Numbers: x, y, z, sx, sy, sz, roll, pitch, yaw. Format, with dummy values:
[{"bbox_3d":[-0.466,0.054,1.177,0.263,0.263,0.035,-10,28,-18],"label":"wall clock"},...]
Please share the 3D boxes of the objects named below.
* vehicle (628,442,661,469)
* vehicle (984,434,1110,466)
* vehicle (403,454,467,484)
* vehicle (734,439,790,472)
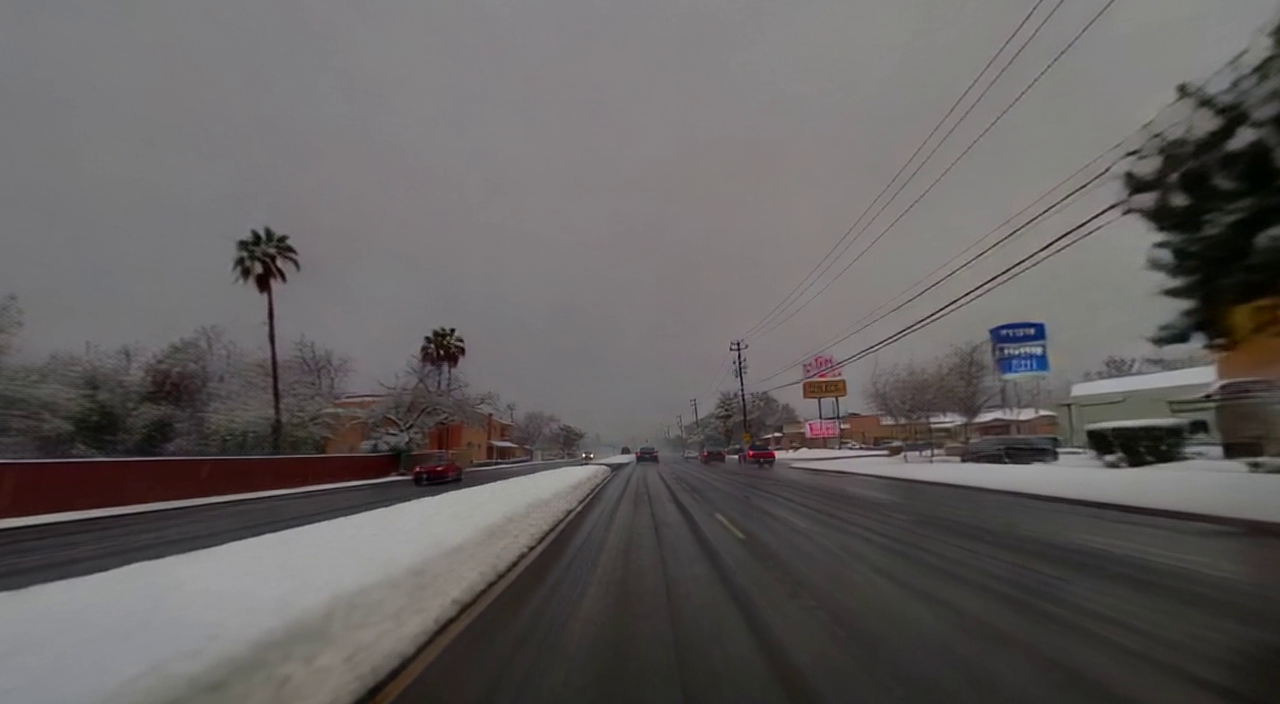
[{"bbox_3d":[0.312,7.076,43.216,2.138,1.702,4.168,0,-9,1],"label":"vehicle"},{"bbox_3d":[19.952,4.833,31.042,4.768,1.512,1.986,0,-9,1],"label":"vehicle"},{"bbox_3d":[-11.385,6.542,35.365,1.942,1.497,4.582,0,-9,1],"label":"vehicle"},{"bbox_3d":[6.839,5.831,35.791,2.252,1.718,4.617,0,-9,0],"label":"vehicle"}]
